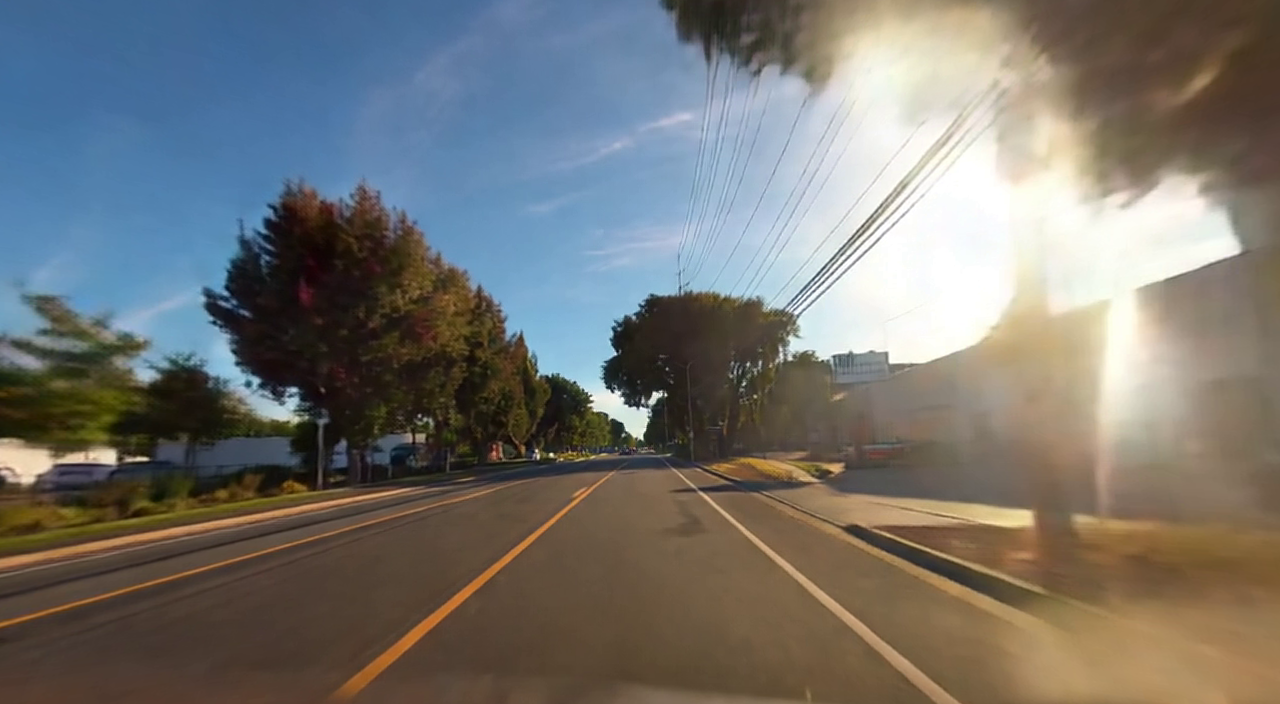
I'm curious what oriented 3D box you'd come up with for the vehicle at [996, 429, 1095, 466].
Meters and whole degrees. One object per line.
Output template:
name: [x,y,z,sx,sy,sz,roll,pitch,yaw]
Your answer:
vehicle: [18.618,4.421,29.164,1.875,1.440,3.925,-4,-8,0]
